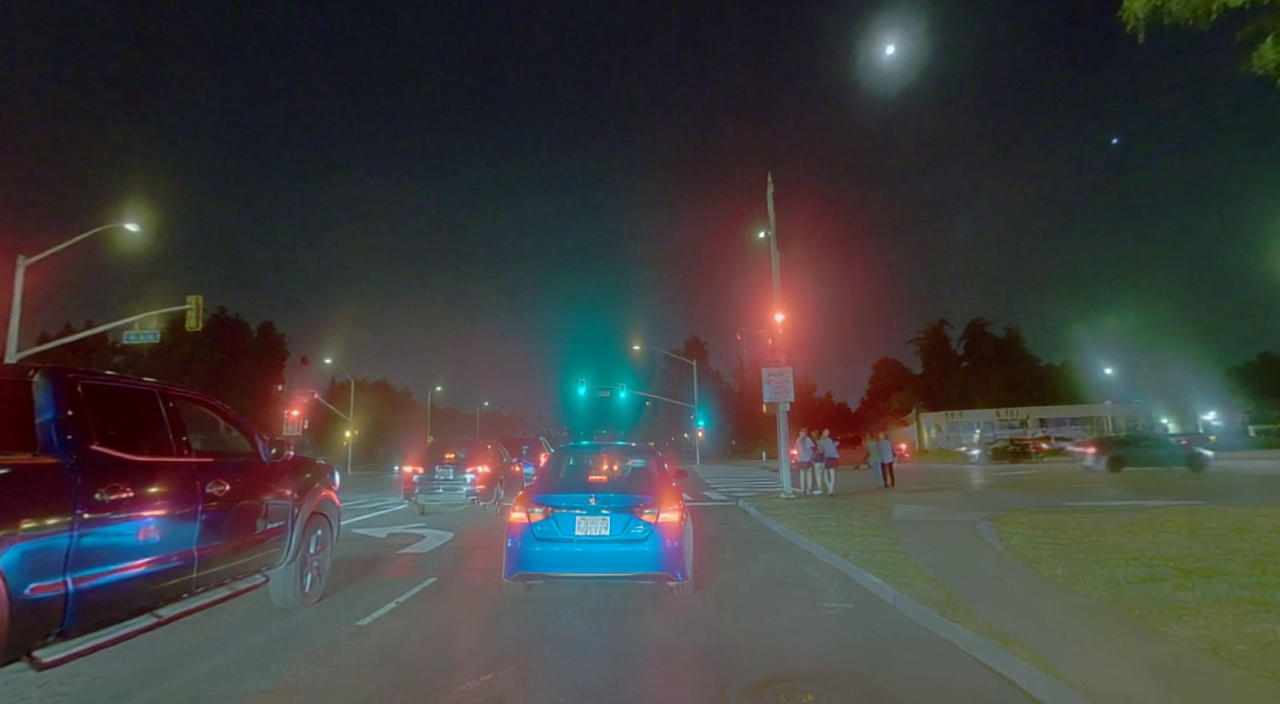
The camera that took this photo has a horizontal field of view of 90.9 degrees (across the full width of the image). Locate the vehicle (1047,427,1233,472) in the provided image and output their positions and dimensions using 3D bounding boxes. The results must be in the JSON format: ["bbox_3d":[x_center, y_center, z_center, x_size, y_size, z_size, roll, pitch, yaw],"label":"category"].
[{"bbox_3d":[19.218,3.786,24.483,5.192,1.620,2.072,-1,-9,7],"label":"vehicle"}]

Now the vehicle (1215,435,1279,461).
[{"bbox_3d":[36.302,5.514,36.141,4.643,1.464,1.840,-1,-9,3],"label":"vehicle"}]

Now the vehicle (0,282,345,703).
[{"bbox_3d":[-3.690,0.749,2.832,2.202,1.961,4.980,0,-9,1],"label":"vehicle"}]

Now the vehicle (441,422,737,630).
[{"bbox_3d":[-0.361,1.608,6.878,2.144,1.497,4.446,0,-9,0],"label":"vehicle"}]

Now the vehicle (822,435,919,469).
[{"bbox_3d":[12.219,5.336,33.628,4.394,1.724,1.886,0,-9,1],"label":"vehicle"}]

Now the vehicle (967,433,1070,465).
[{"bbox_3d":[21.959,5.647,36.721,4.529,1.786,2.110,0,-9,2],"label":"vehicle"}]
